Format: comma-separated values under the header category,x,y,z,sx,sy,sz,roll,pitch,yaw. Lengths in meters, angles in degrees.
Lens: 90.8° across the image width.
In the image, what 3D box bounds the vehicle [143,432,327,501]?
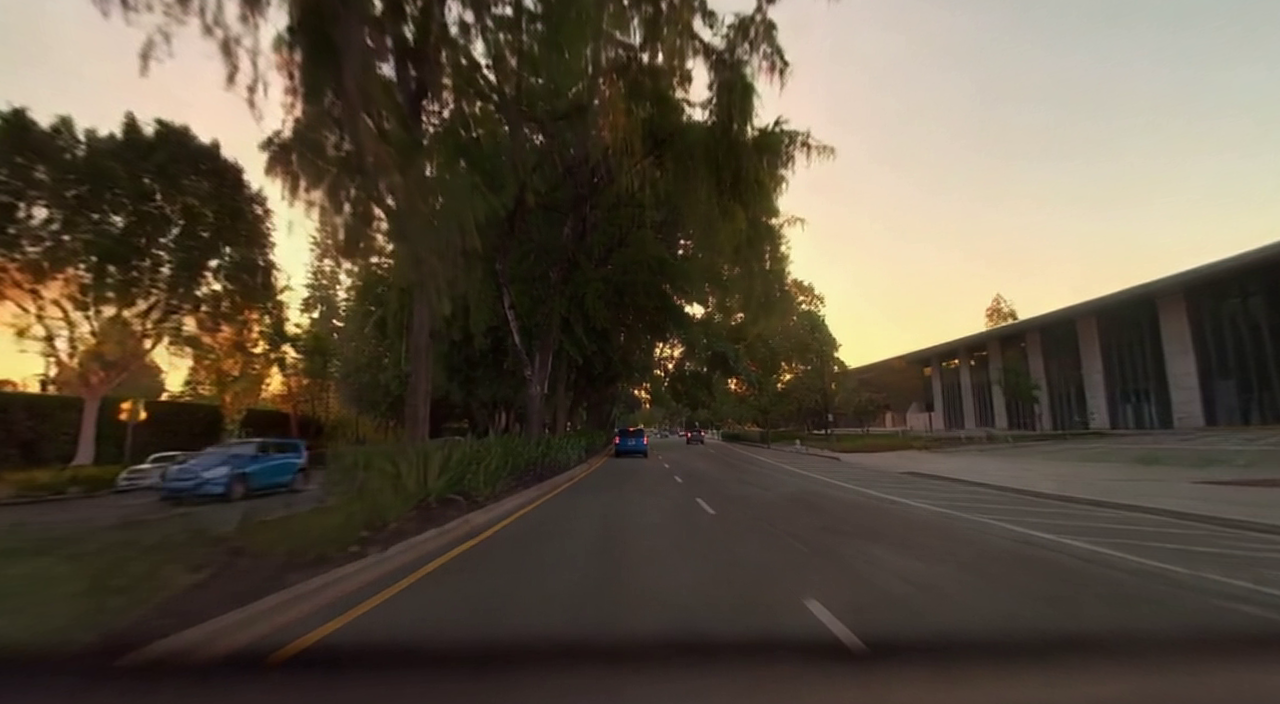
category,x,y,z,sx,sy,sz,roll,pitch,yaw
vehicle,-10.764,3.068,17.326,1.979,1.605,4.550,0,-9,1

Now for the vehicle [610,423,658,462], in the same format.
category,x,y,z,sx,sy,sz,roll,pitch,yaw
vehicle,-0.328,4.992,34.728,2.411,1.937,5.186,0,-8,-1

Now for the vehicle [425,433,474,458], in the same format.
category,x,y,z,sx,sy,sz,roll,pitch,yaw
vehicle,-13.527,6.656,45.113,1.929,1.676,5.134,0,-9,0

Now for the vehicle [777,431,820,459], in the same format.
category,x,y,z,sx,sy,sz,roll,pitch,yaw
vehicle,11.008,6.510,44.152,2.364,1.781,4.854,-1,-9,8
